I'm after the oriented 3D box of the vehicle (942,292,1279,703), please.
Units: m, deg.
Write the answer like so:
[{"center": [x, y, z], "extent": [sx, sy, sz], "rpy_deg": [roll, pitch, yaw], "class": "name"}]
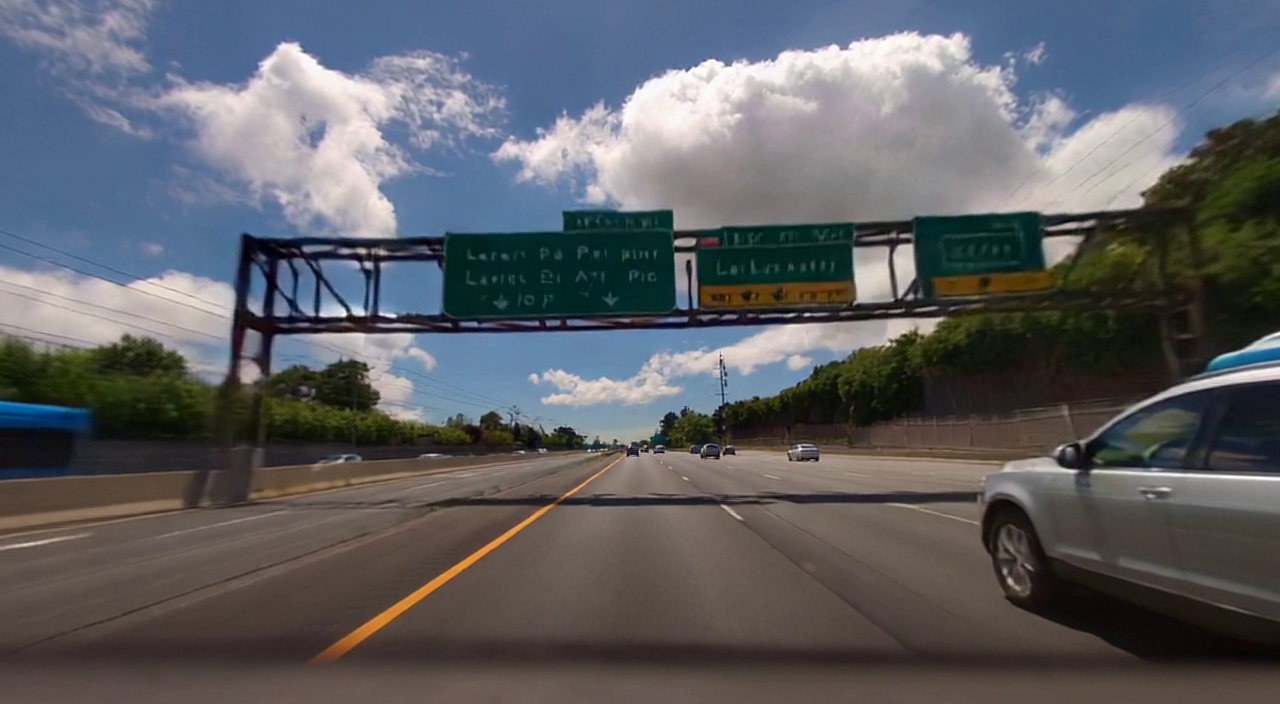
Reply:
[{"center": [3.511, 0.720, 2.450], "extent": [2.207, 1.850, 4.875], "rpy_deg": [0, -9, 0], "class": "vehicle"}]
